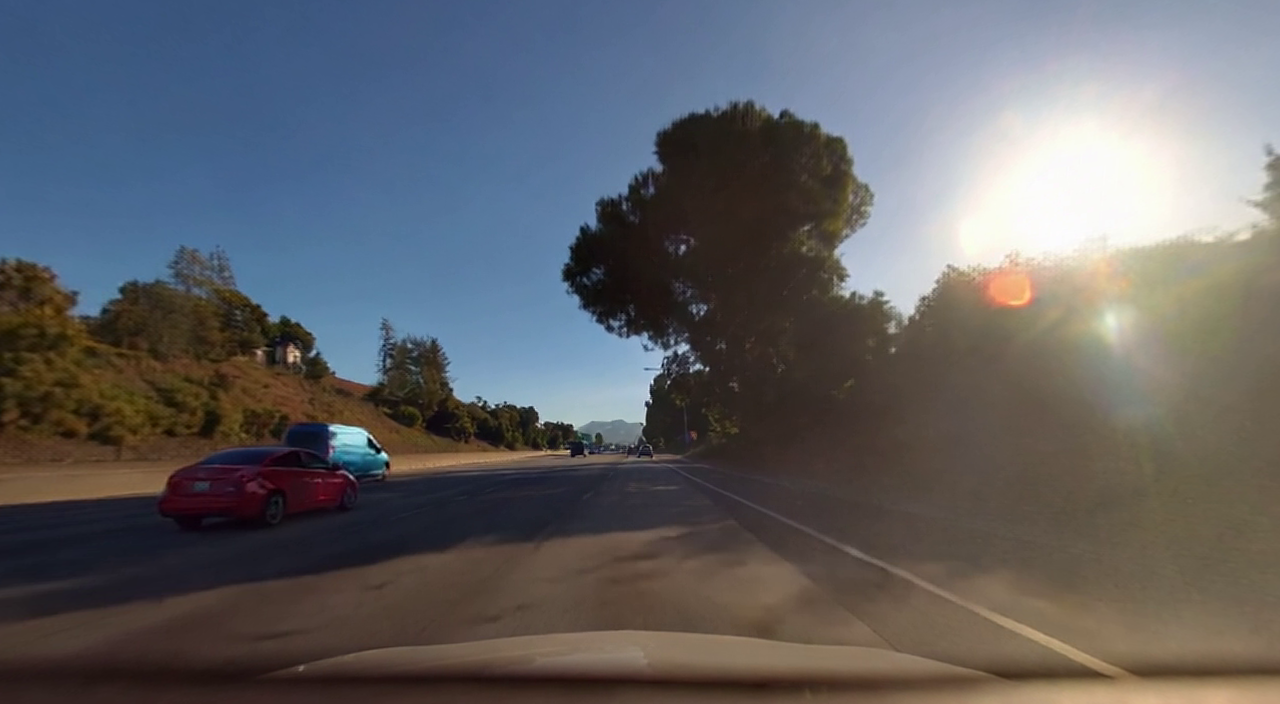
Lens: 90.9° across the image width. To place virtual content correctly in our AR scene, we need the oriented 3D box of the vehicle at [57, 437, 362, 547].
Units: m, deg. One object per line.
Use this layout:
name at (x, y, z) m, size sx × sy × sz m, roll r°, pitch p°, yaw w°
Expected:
vehicle at (-6.952, 2.276, 11.053) m, size 1.981 × 1.486 × 4.735 m, roll 0°, pitch -8°, yaw 0°
